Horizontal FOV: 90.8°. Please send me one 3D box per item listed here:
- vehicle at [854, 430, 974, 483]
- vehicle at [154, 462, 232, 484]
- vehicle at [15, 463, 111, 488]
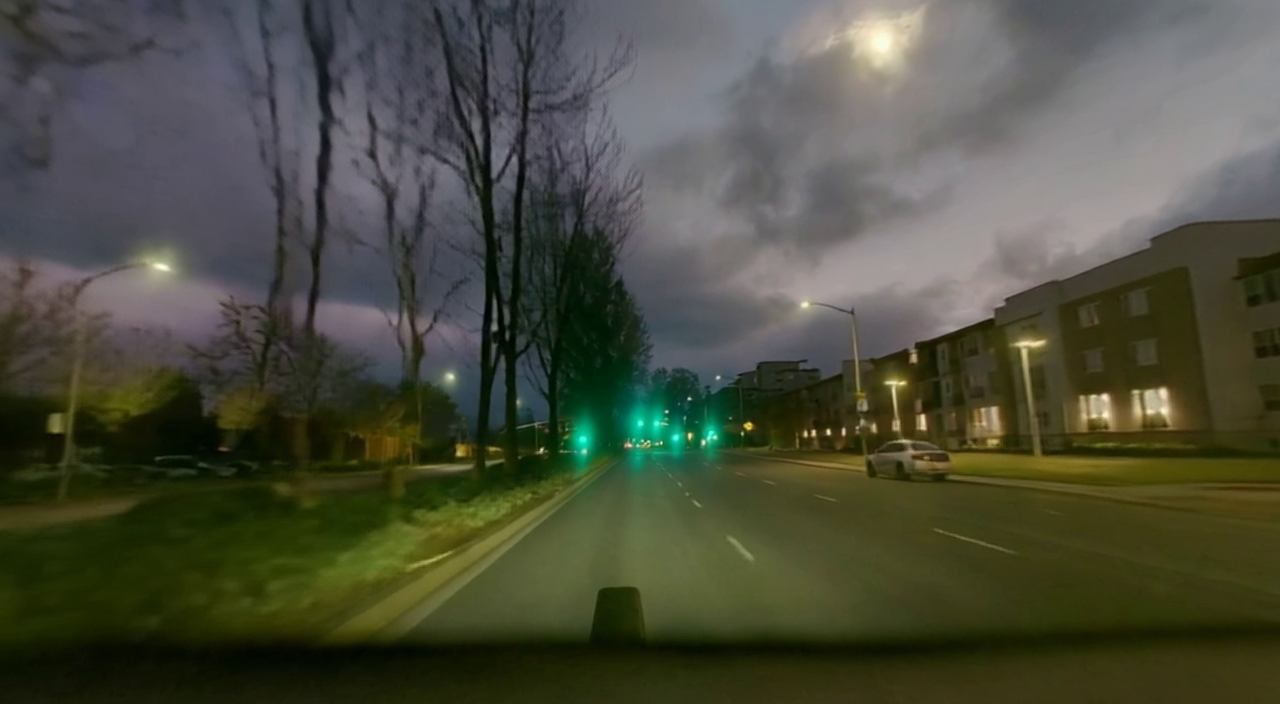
[{"bbox_3d":[9.994,3.858,23.576,2.051,1.726,4.898,1,-8,-3],"label":"vehicle"},{"bbox_3d":[-30.732,8.315,43.525,3.930,1.431,1.645,2,-9,-12],"label":"vehicle"},{"bbox_3d":[-45.136,9.653,49.536,5.340,1.609,2.171,6,-12,-41],"label":"vehicle"}]
